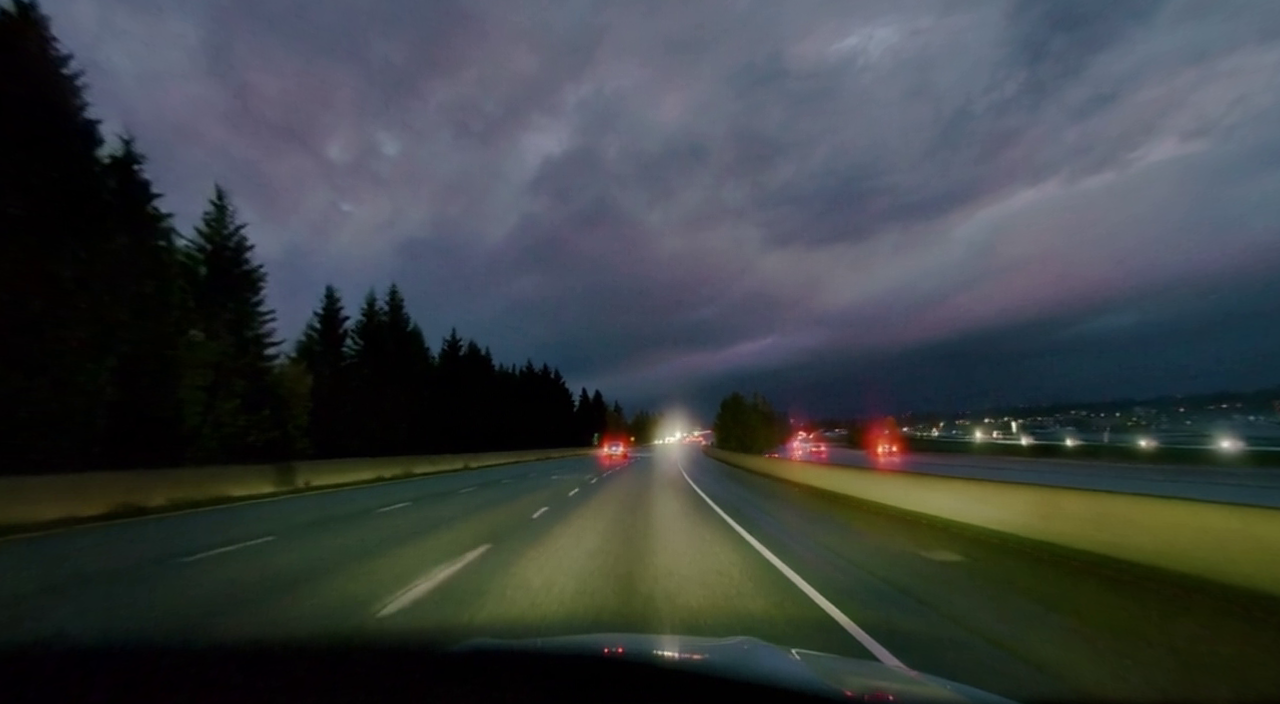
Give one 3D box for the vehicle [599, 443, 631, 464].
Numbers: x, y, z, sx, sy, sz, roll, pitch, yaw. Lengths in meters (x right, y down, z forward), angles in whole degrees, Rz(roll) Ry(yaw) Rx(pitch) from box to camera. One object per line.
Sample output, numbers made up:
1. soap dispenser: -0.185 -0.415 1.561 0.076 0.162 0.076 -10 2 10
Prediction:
1. vehicle: -1.794 7.484 46.758 2.118 1.475 4.263 0 -8 2
